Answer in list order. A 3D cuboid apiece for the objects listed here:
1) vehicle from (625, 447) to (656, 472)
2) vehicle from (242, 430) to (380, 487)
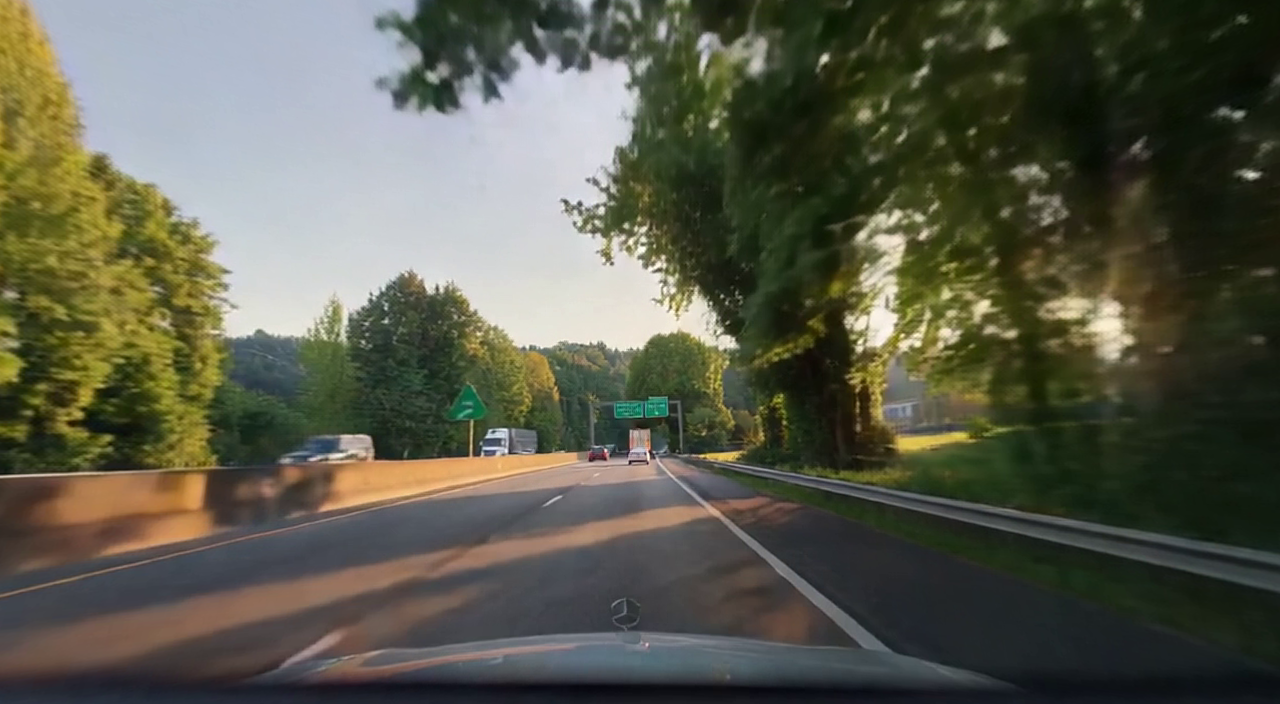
[{"bbox_3d":[-0.009,6.681,39.248,1.853,1.436,3.438,0,-9,-1],"label":"vehicle"},{"bbox_3d":[-11.762,3.878,23.103,2.235,1.823,5.143,0,-9,0],"label":"vehicle"}]
